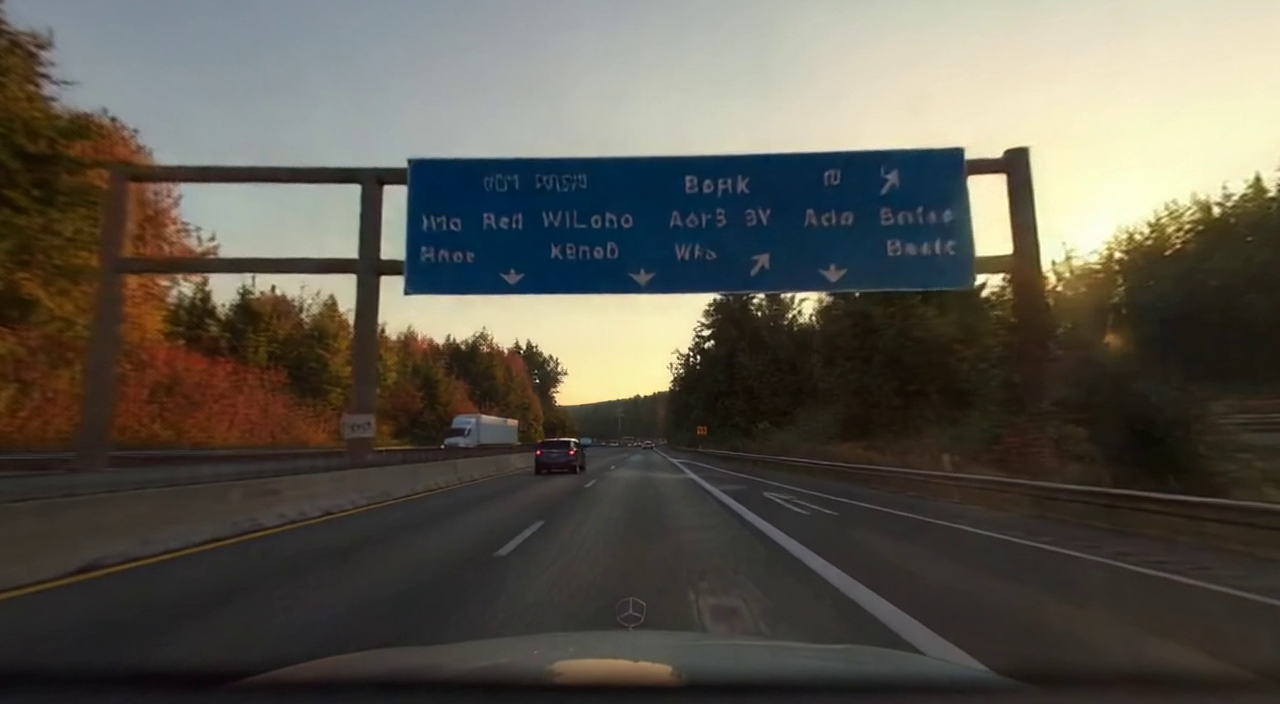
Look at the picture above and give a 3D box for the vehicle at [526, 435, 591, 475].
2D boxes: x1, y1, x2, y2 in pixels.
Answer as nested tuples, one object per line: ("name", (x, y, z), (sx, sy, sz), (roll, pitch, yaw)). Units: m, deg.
("vehicle", (-3.326, 4.312, 26.529), (2.051, 1.531, 4.250), (0, -8, 2))
